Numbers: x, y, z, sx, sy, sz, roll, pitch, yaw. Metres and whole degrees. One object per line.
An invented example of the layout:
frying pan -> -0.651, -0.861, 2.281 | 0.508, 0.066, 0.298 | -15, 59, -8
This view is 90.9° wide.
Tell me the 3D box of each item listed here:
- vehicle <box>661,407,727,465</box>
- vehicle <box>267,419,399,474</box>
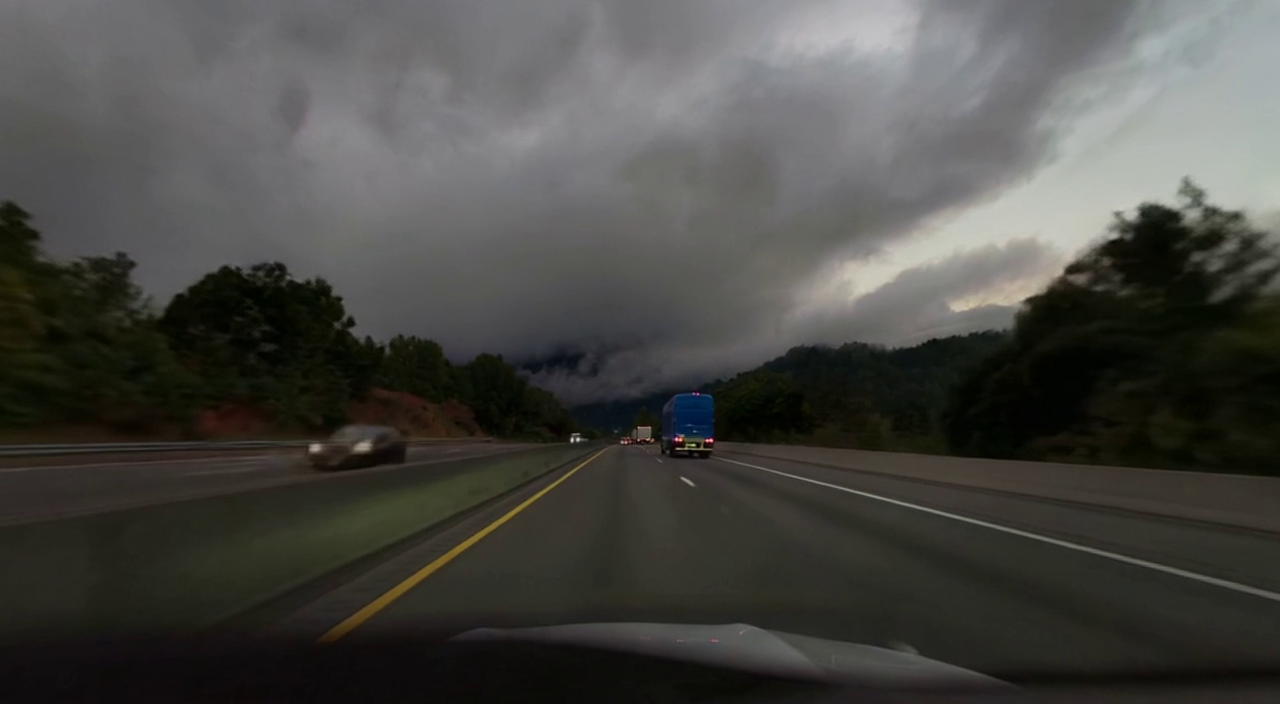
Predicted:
vehicle -> 2.524, 4.199, 31.628 | 2.570, 2.596, 6.082 | 0, -8, -2
vehicle -> -9.086, 2.831, 19.125 | 1.865, 1.454, 4.375 | 0, -8, -1
